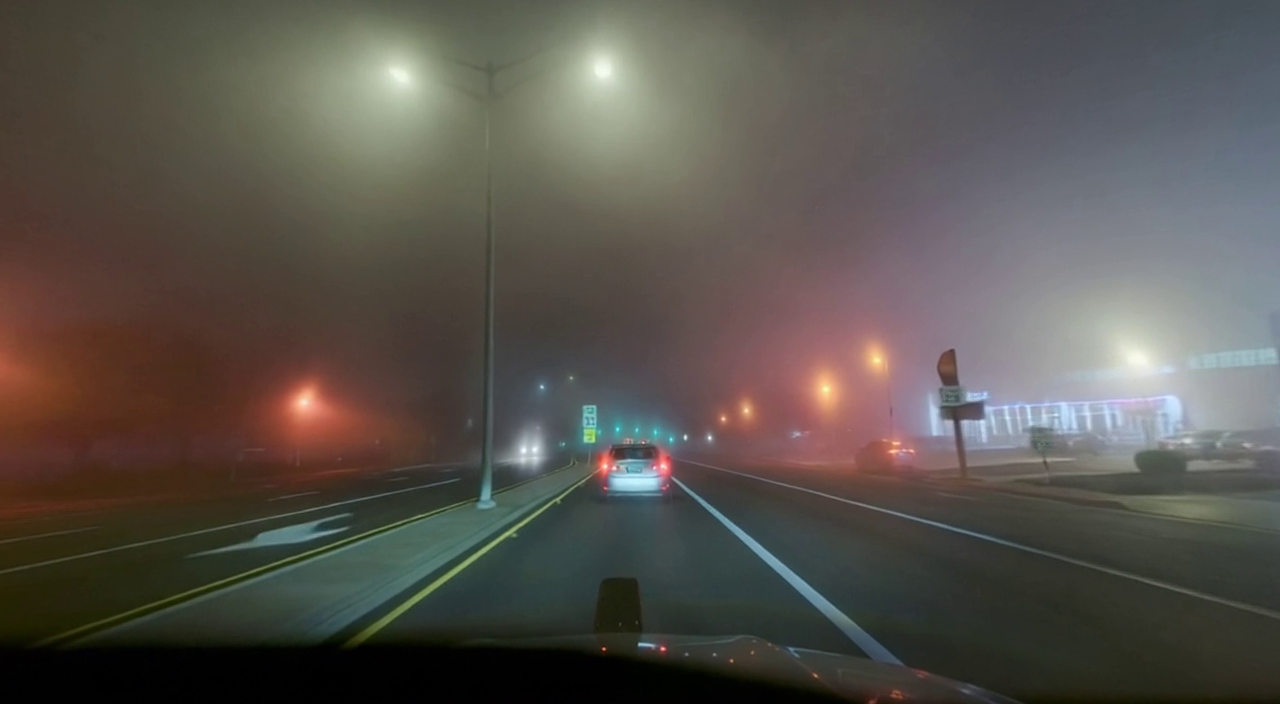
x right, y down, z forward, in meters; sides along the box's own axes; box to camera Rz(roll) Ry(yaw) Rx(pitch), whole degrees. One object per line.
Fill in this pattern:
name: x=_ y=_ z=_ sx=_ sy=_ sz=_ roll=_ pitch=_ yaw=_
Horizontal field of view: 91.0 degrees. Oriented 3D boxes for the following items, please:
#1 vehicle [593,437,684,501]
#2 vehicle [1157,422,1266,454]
vehicle: x=-0.073 y=3.026 z=16.736 sx=2.126 sy=1.475 sz=3.967 roll=0 pitch=-8 yaw=-1
vehicle: x=32.889 y=5.009 z=36.402 sx=1.868 sy=1.675 sz=4.527 roll=0 pitch=-8 yaw=-3
